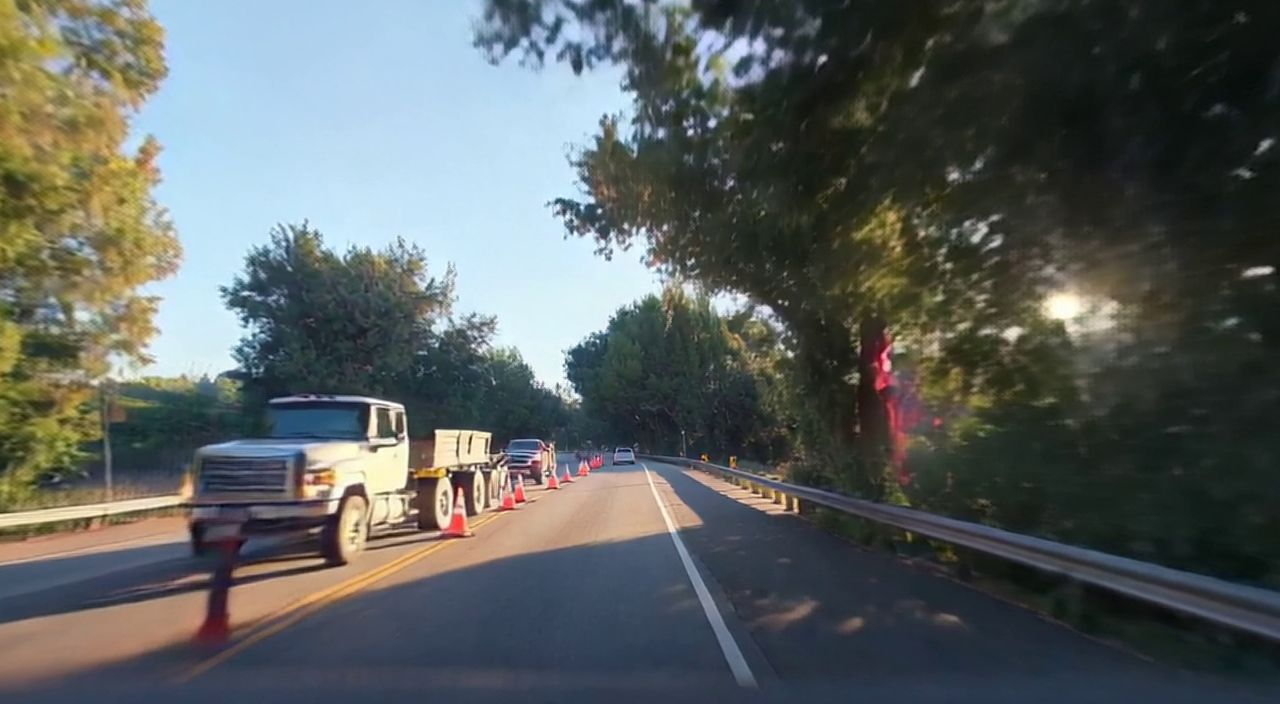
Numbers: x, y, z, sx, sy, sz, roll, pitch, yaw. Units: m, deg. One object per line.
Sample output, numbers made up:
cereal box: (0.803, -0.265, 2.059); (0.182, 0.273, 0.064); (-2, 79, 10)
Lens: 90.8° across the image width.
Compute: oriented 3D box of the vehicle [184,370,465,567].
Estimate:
vehicle: (-4.572, 1.774, 10.126); (2.380, 2.488, 4.028); (0, -9, -1)
